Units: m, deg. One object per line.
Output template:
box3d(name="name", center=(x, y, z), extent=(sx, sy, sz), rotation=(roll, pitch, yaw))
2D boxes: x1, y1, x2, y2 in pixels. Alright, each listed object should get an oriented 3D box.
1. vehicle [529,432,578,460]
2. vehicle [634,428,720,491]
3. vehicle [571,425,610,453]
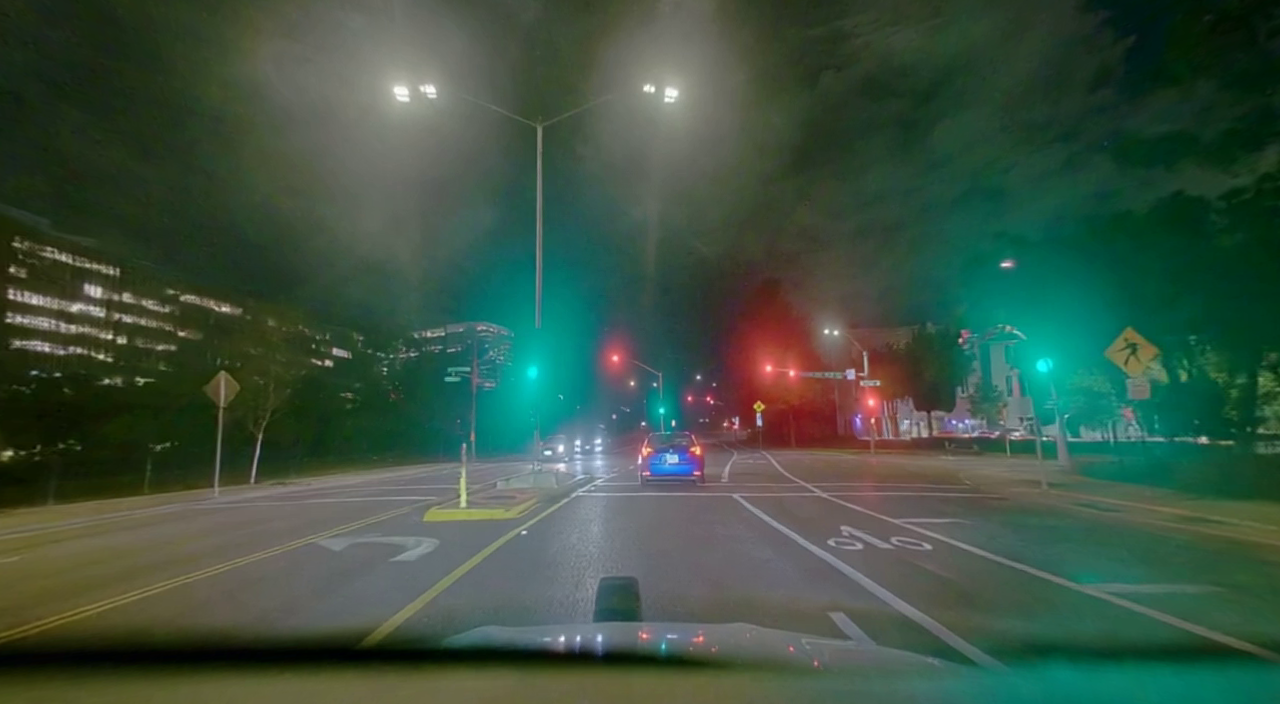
box3d(name="vehicle", center=(-4.910, 5.392, 36.183), extent=(1.884, 1.509, 4.416), rotation=(-1, -8, 5))
box3d(name="vehicle", center=(0.969, 2.714, 16.393), extent=(1.950, 1.401, 4.159), rotation=(-1, -8, 4))
box3d(name="vehicle", center=(-3.830, 6.863, 49.776), extent=(2.310, 2.045, 4.763), rotation=(-1, -8, 5))
